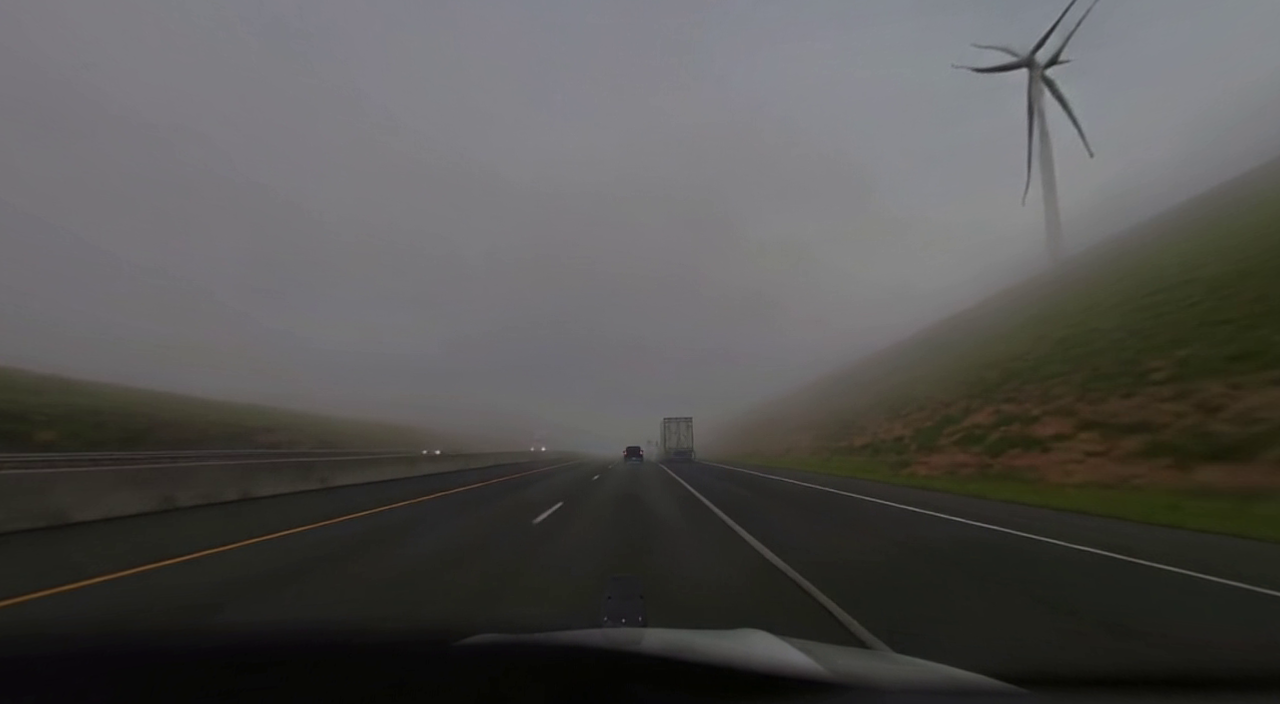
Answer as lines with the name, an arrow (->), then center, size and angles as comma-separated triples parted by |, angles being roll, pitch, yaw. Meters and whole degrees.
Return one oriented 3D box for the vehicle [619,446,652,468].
vehicle -> -0.336, 7.305, 43.859 | 2.209, 1.453, 3.695 | 0, -9, 0
